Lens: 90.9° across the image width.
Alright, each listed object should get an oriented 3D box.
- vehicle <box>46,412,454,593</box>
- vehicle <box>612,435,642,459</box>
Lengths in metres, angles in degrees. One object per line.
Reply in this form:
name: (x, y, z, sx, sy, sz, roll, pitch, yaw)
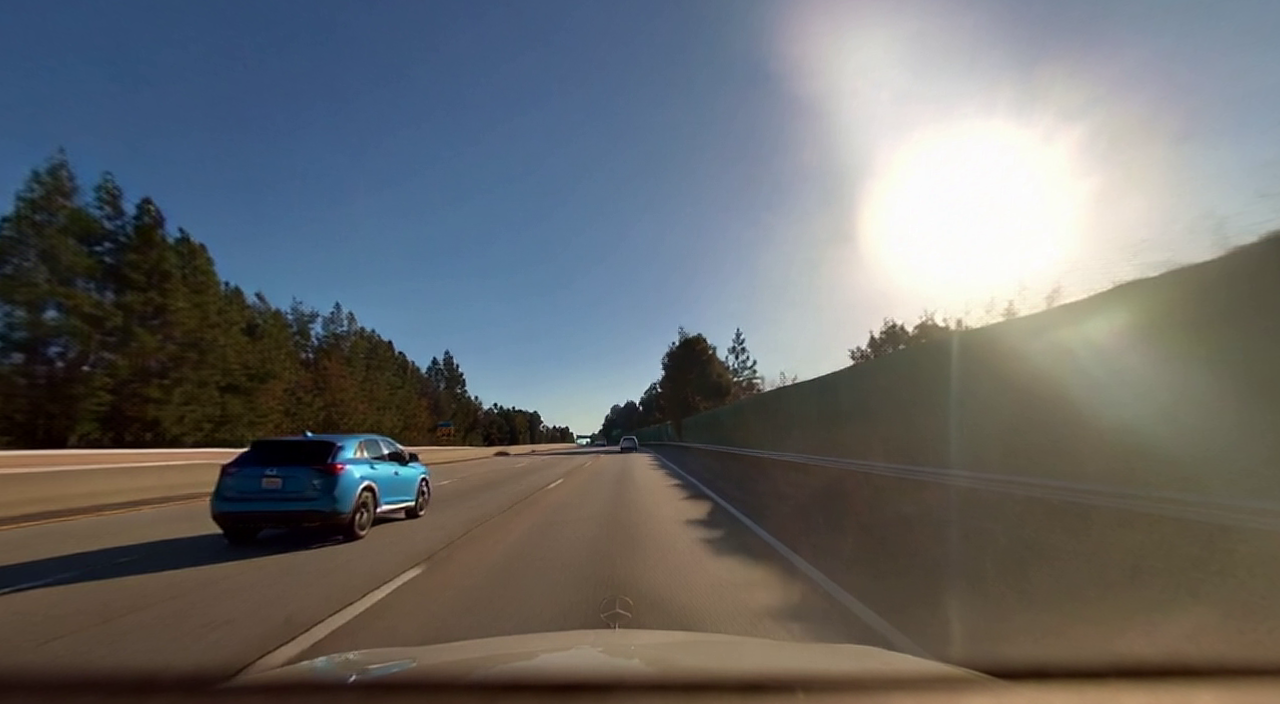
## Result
vehicle: (-4.077, 1.618, 7.883, 2.072, 1.545, 4.767, 0, -8, 0)
vehicle: (-0.851, 6.101, 40.648, 1.836, 1.450, 3.519, 0, -8, -1)
